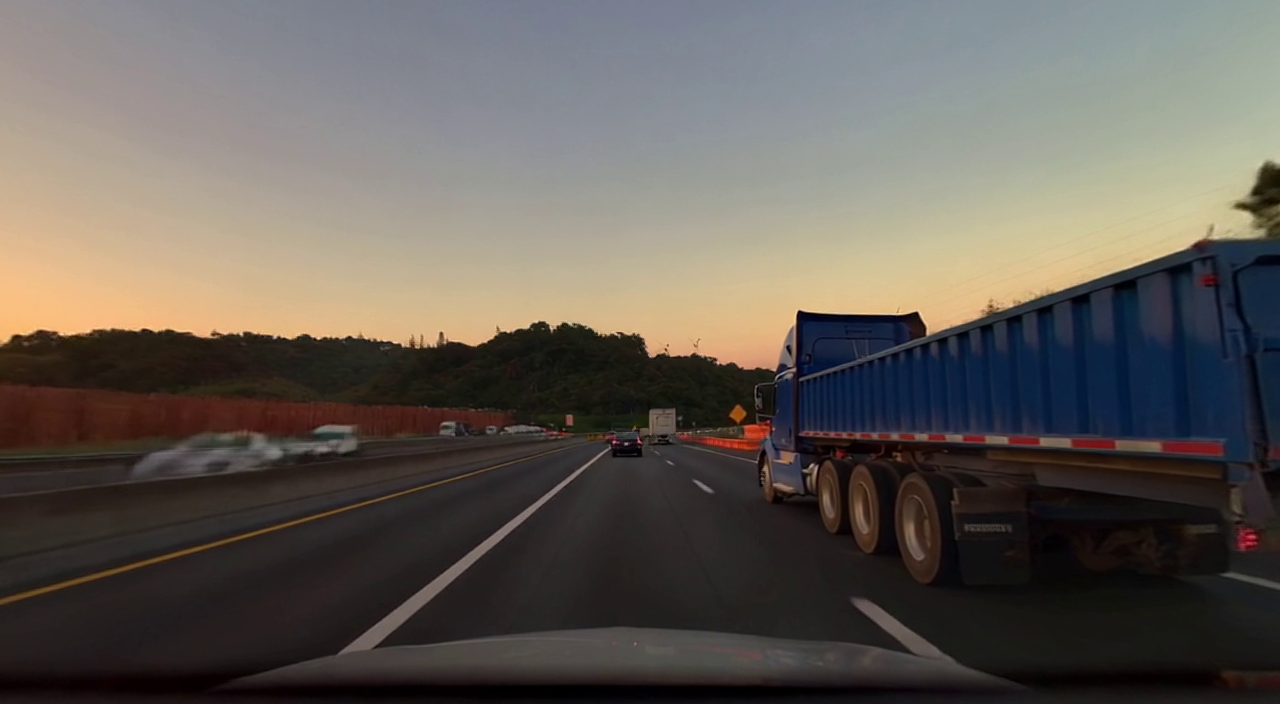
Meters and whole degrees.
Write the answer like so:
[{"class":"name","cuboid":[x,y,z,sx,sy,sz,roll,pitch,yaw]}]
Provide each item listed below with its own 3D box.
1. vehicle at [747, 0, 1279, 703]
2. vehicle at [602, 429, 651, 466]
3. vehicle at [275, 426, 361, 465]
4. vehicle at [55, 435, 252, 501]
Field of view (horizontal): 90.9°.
[{"class":"vehicle","cuboid":[3.541,0.223,5.802,2.919,3.634,10.888,0,-8,-2]},{"class":"vehicle","cuboid":[-0.571,4.083,27.220,1.929,1.469,3.677,0,-8,-1]},{"class":"vehicle","cuboid":[-15.367,4.481,30.345,1.926,1.703,4.276,0,-8,-1]},{"class":"vehicle","cuboid":[-11.950,2.809,15.879,1.900,1.433,3.881,0,-8,-2]}]
